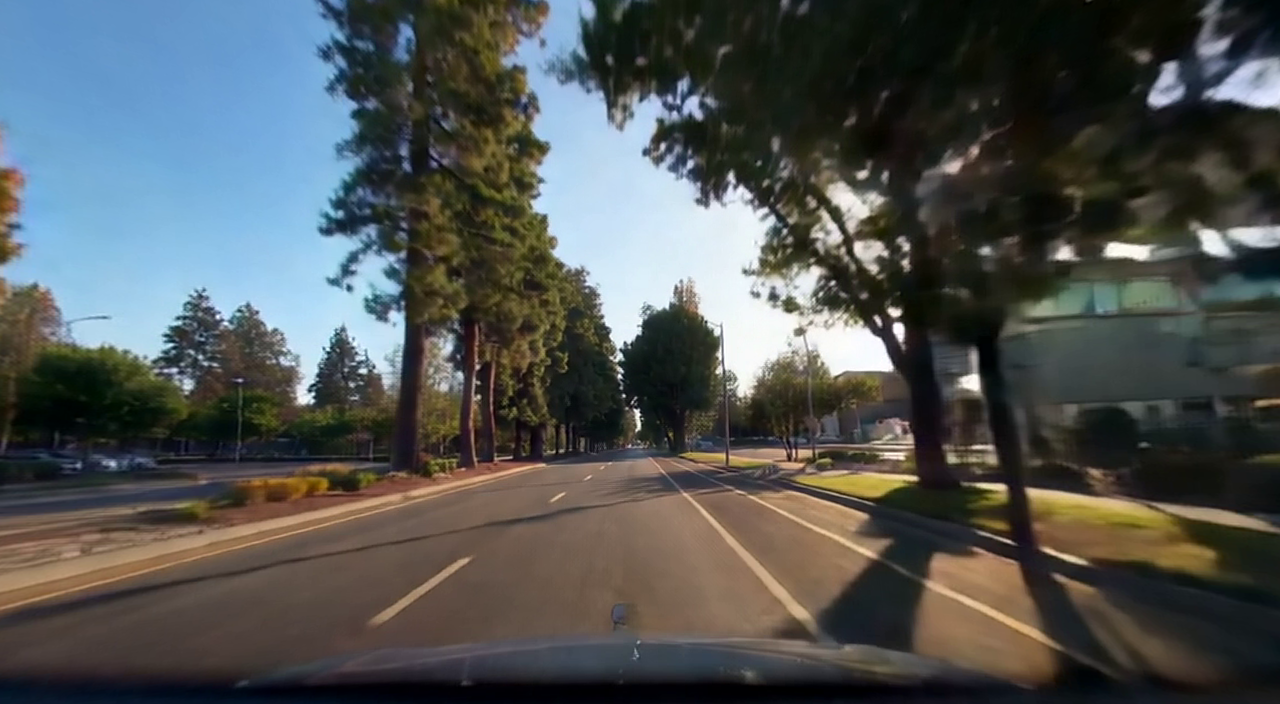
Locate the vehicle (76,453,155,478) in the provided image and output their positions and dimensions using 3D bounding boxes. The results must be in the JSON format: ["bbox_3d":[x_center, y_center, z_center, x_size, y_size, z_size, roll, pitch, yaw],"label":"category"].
[{"bbox_3d":[-39.040,8.457,47.173,1.957,1.685,4.471,-1,-9,1],"label":"vehicle"}]

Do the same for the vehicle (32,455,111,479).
[{"bbox_3d":[-41.744,8.465,46.536,1.943,1.629,4.062,-1,-9,2],"label":"vehicle"}]

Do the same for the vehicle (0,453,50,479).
[{"bbox_3d":[-47.117,8.449,46.981,1.994,1.839,4.482,0,-8,1],"label":"vehicle"}]
